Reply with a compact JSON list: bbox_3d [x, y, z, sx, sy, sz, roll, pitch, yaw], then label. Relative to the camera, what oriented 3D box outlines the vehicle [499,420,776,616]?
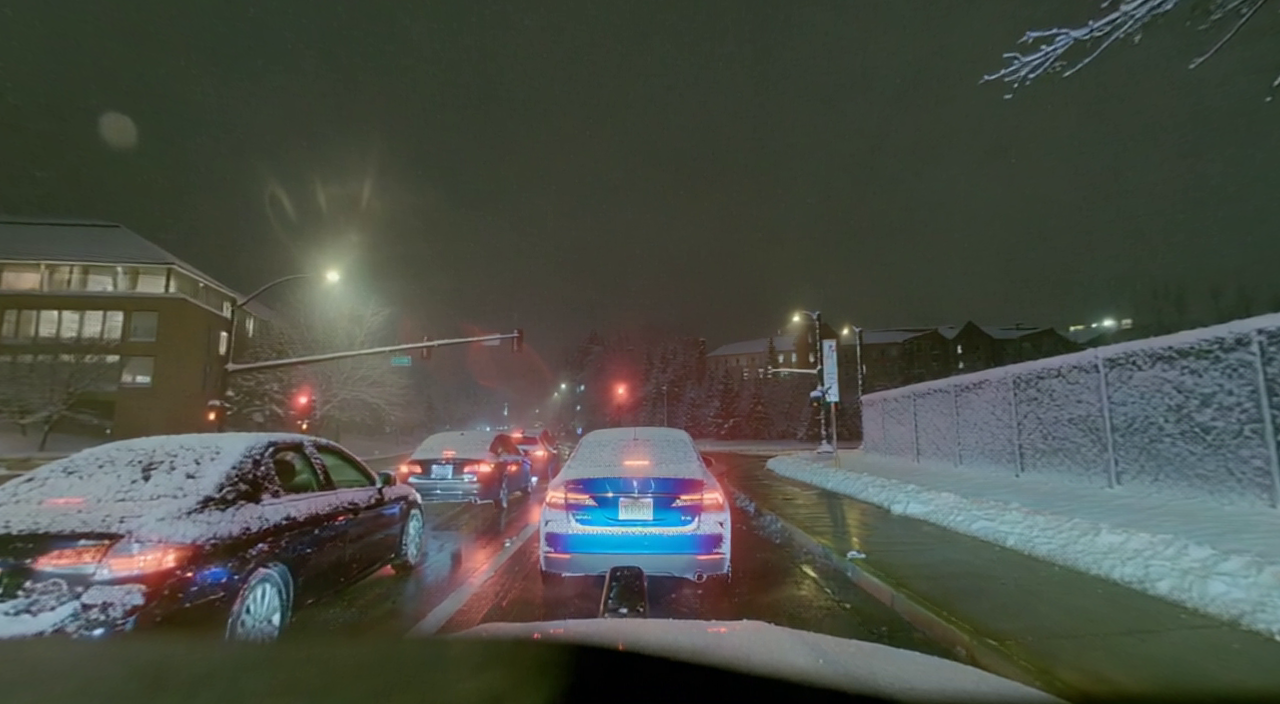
[{"bbox_3d":[-0.014,1.602,6.984,2.144,1.514,4.063,0,-9,0],"label":"vehicle"}]

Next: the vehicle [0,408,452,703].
[{"bbox_3d":[-3.206,1.320,4.868,1.971,1.488,4.581,0,-9,1],"label":"vehicle"}]
